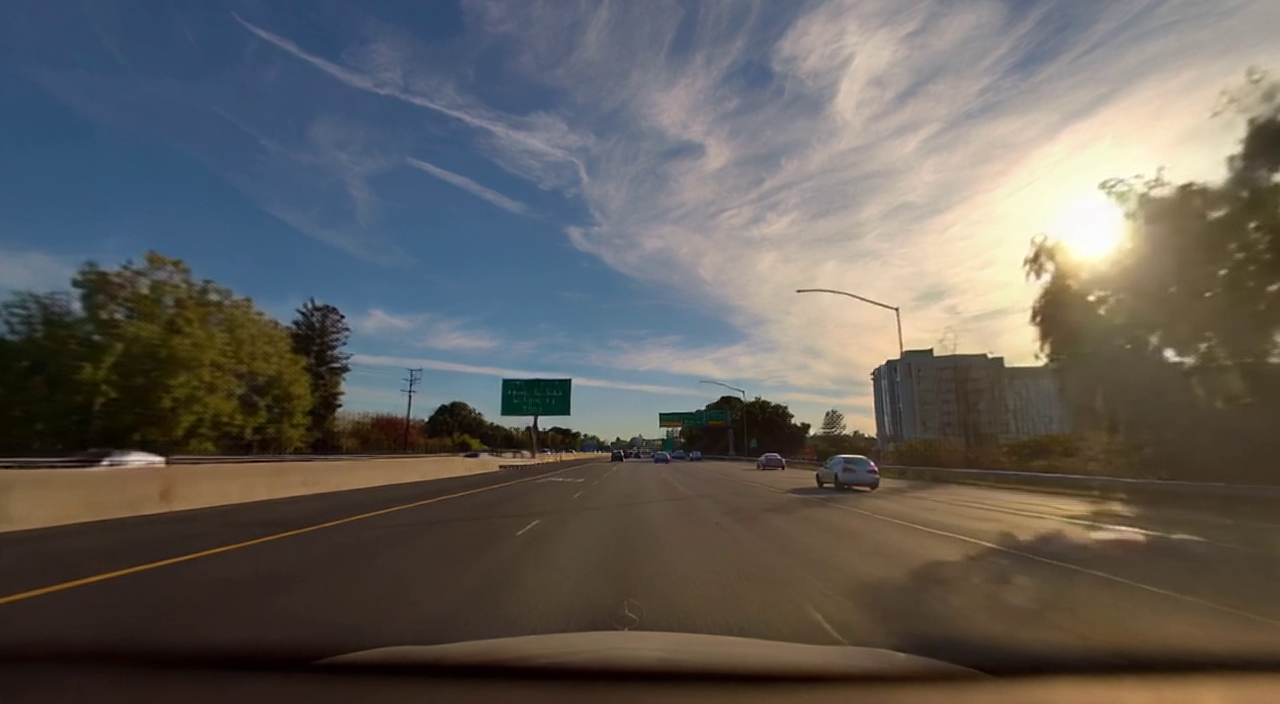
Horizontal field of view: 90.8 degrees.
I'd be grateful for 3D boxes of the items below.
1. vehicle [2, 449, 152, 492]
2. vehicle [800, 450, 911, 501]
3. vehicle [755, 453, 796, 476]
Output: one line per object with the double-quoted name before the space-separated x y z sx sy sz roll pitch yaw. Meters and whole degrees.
"vehicle" -22.824 4.788 25.921 1.914 1.615 4.545 0 -9 0
"vehicle" 7.027 4.065 21.254 1.861 1.500 4.860 0 -9 -2
"vehicle" 9.487 7.896 44.564 1.878 1.509 4.327 0 -9 0
